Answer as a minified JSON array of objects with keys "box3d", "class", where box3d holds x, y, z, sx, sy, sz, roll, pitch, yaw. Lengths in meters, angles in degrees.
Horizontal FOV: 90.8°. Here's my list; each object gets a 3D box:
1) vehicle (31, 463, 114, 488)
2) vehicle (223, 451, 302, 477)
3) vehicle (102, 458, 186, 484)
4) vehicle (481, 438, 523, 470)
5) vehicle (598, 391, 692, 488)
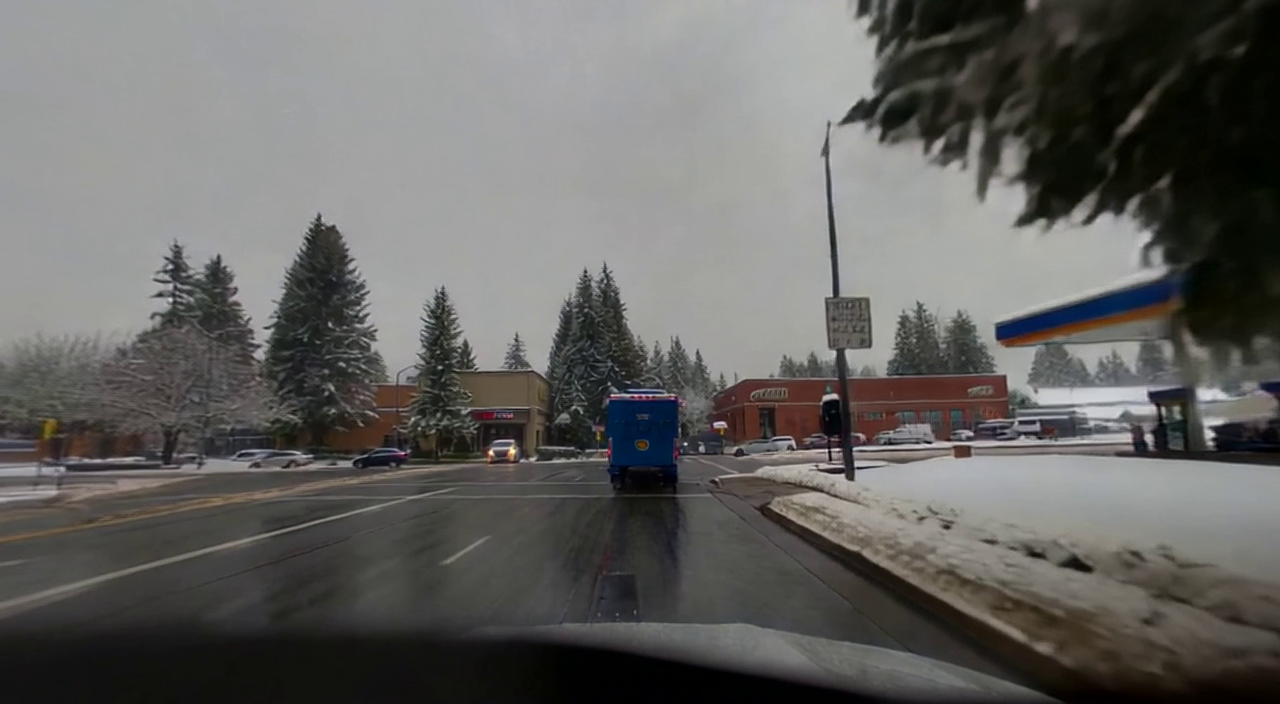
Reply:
[{"box3d":[-35.979,7.799,40.161,1.834,1.383,3.707,0,-8,-1],"class":"vehicle"},{"box3d":[-27.704,8.217,46.463,4.583,1.556,1.893,-3,-7,-1],"class":"vehicle"},{"box3d":[-31.240,7.476,39.934,1.766,1.428,4.337,0,-8,0],"class":"vehicle"},{"box3d":[-7.655,5.681,35.380,1.997,1.679,4.263,1,-8,-9],"class":"vehicle"},{"box3d":[0.384,3.091,22.313,2.463,2.954,5.938,-1,-8,9],"class":"vehicle"}]
